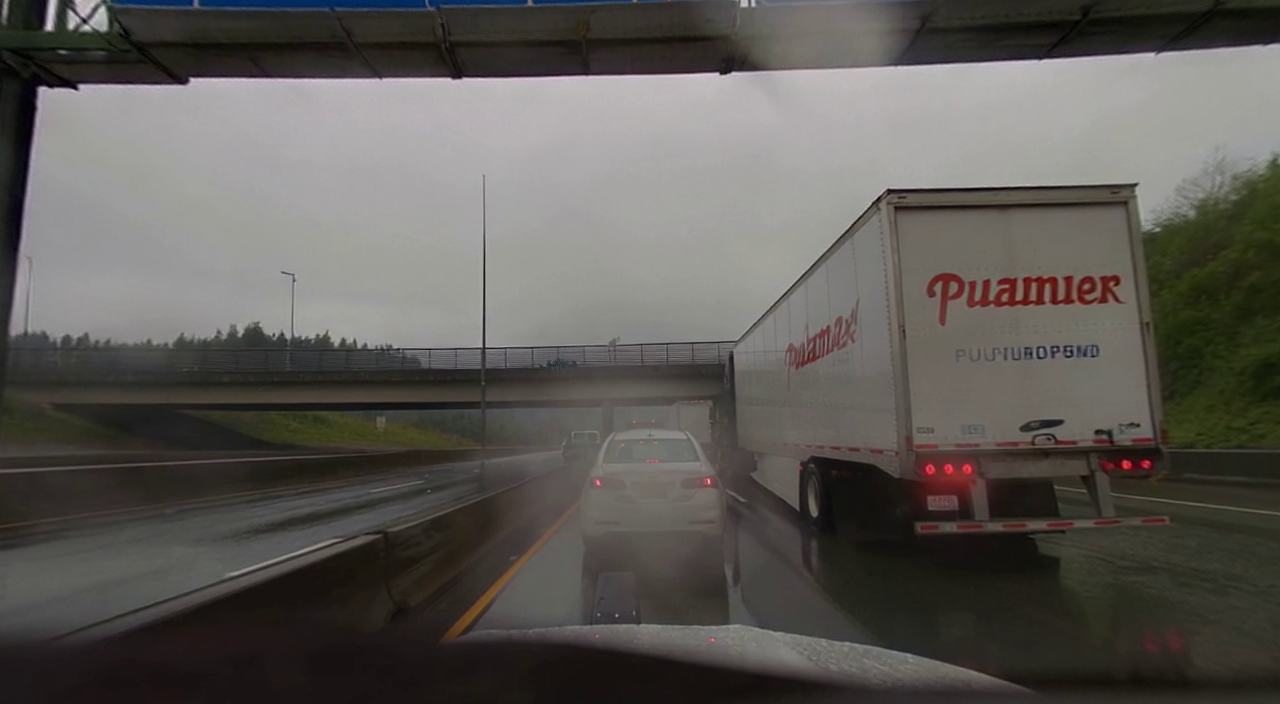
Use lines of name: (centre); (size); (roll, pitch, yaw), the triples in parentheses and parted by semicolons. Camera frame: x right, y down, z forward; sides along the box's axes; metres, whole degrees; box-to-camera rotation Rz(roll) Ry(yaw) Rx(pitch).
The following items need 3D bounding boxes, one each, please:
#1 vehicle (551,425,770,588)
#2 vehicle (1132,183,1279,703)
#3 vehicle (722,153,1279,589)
vehicle: (0.177, 1.703, 7.757); (2.045, 1.490, 3.597); (-1, -8, 0)
vehicle: (4.730, 0.101, 0.631); (2.892, 2.615, 6.650); (0, -8, -2)
vehicle: (4.202, 1.072, 12.965); (2.827, 4.081, 14.305); (0, -8, -1)
